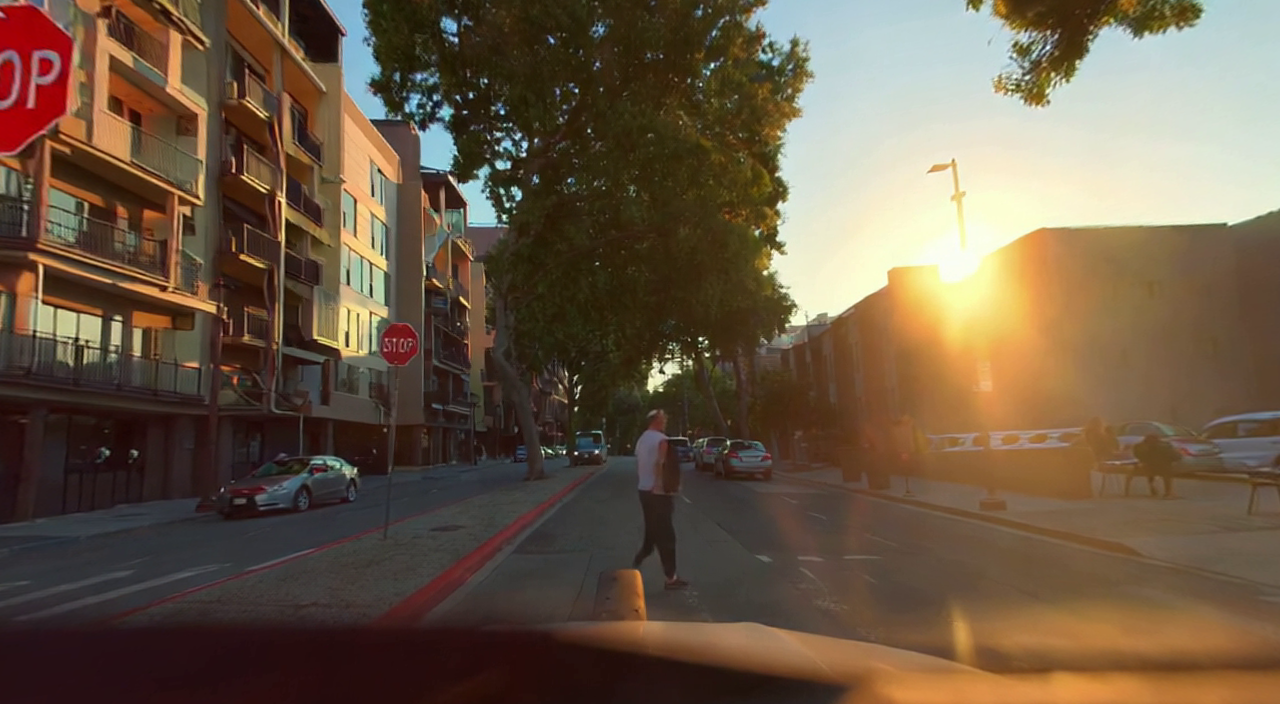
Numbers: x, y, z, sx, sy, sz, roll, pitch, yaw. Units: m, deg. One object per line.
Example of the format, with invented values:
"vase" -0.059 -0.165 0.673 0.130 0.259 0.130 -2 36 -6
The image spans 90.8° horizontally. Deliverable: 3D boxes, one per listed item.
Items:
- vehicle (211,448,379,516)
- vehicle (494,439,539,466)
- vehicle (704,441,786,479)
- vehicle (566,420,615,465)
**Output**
"vehicle" -8.794 3.307 16.650 2.007 1.503 4.343 0 -8 -1
"vehicle" -8.847 7.264 45.733 2.256 1.802 4.333 0 -8 2
"vehicle" 4.586 4.567 27.101 1.858 1.491 4.329 -5 -10 33
"vehicle" -3.001 5.766 40.216 2.317 2.596 6.053 0 -8 3
